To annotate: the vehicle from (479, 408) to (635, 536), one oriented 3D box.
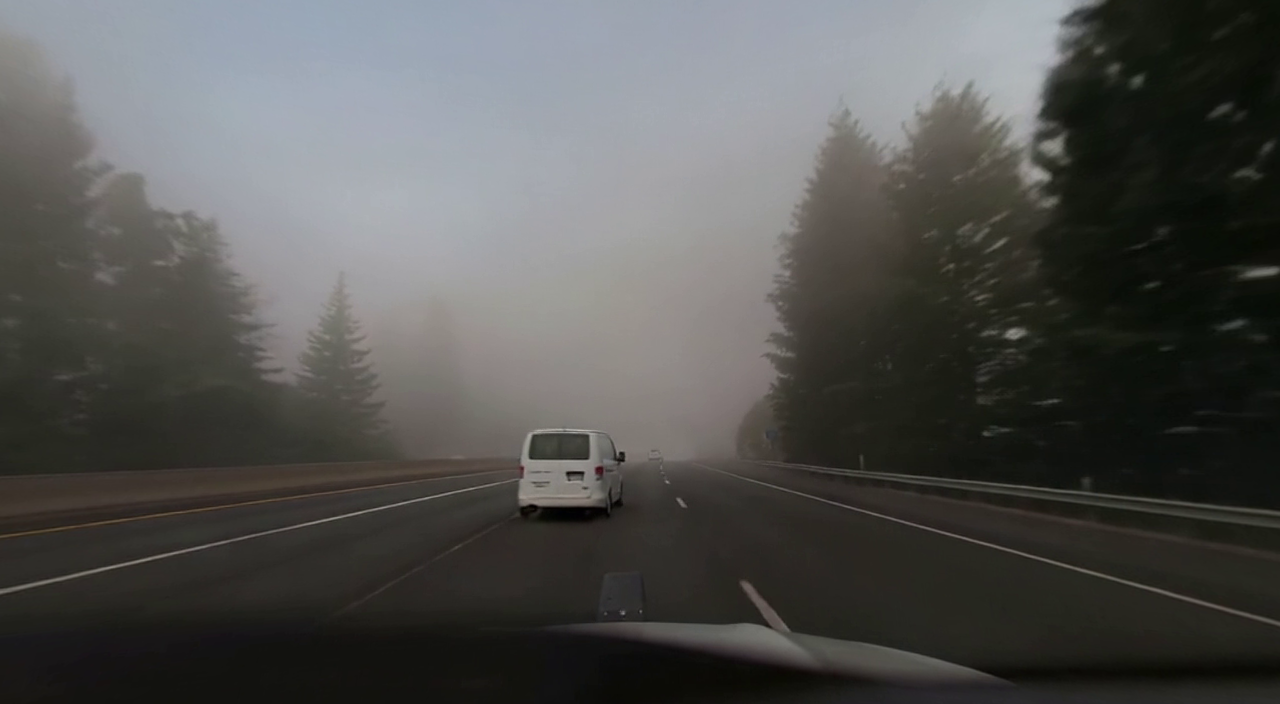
[{"bbox_3d":[-1.361,2.330,12.670,2.219,2.033,4.911,-1,-9,3],"label":"vehicle"}]
